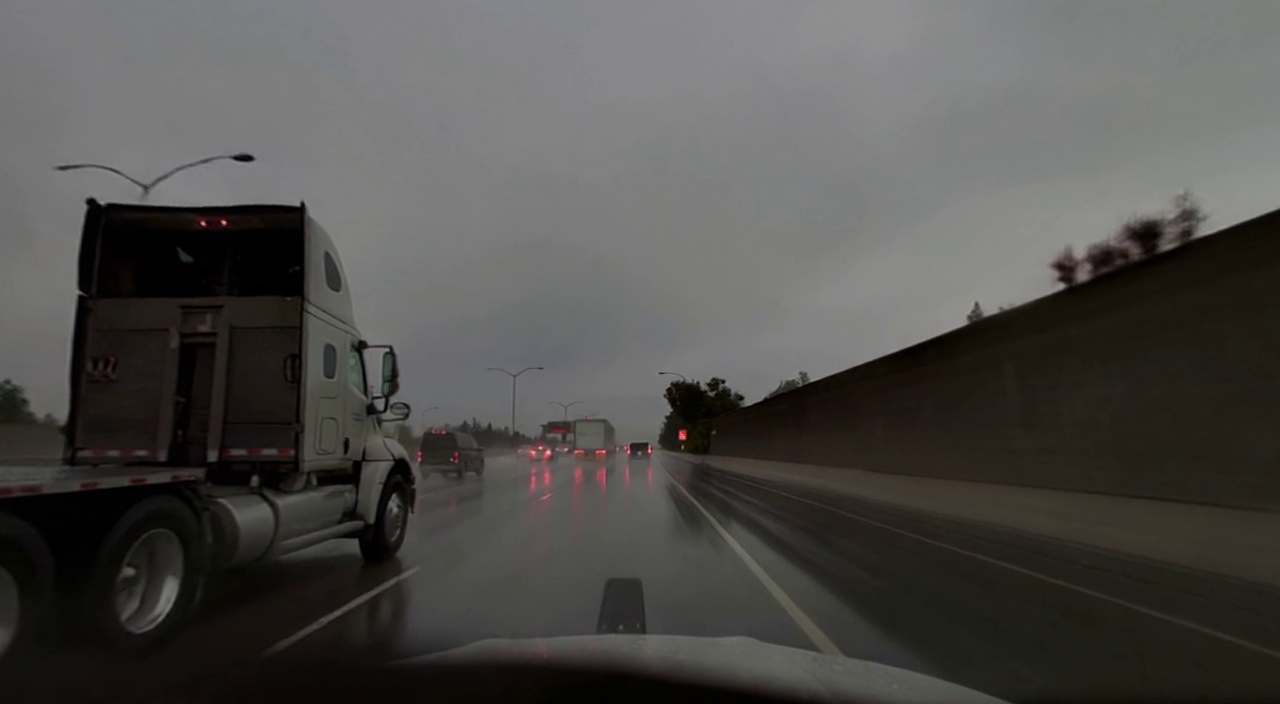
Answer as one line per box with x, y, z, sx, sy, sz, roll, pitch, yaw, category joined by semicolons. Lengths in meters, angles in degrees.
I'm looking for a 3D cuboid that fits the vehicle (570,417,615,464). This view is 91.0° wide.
-3.588;7.061;49.876;2.956;3.331;9.575;0;-8;-1;vehicle

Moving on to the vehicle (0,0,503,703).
-3.785;0.524;5.422;3.025;3.266;9.256;0;-8;1;vehicle

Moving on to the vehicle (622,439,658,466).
0.003;6.346;39.932;2.178;1.640;4.071;0;-8;0;vehicle

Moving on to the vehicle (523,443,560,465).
-7.161;7.462;46.166;1.962;1.489;4.002;0;-8;1;vehicle
